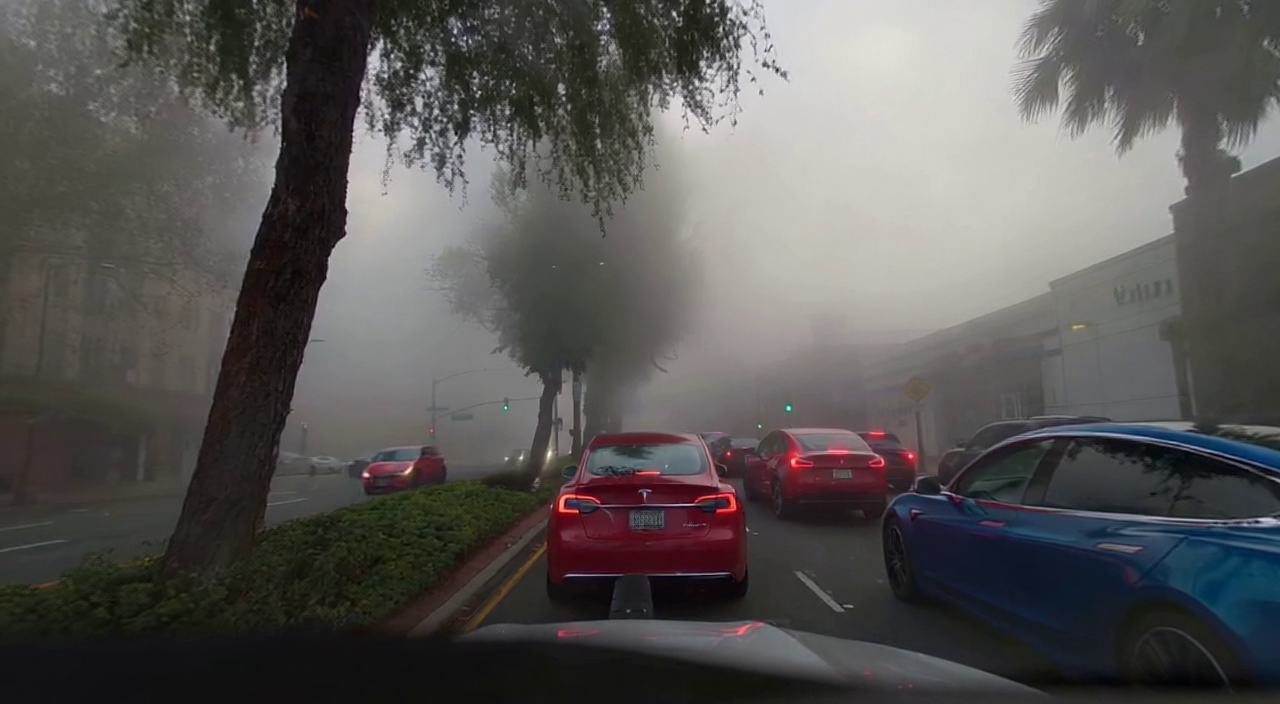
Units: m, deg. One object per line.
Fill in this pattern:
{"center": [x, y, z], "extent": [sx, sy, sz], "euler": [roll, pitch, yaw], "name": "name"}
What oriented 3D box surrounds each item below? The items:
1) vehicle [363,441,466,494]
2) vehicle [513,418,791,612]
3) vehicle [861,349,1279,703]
{"center": [-7.793, 4.018, 22.320], "extent": [1.999, 1.662, 4.291], "euler": [0, -8, 1], "name": "vehicle"}
{"center": [0.105, 1.555, 6.915], "extent": [2.137, 1.488, 3.938], "euler": [0, -8, 0], "name": "vehicle"}
{"center": [3.193, 1.078, 3.889], "extent": [2.038, 1.651, 4.455], "euler": [0, -8, 0], "name": "vehicle"}
